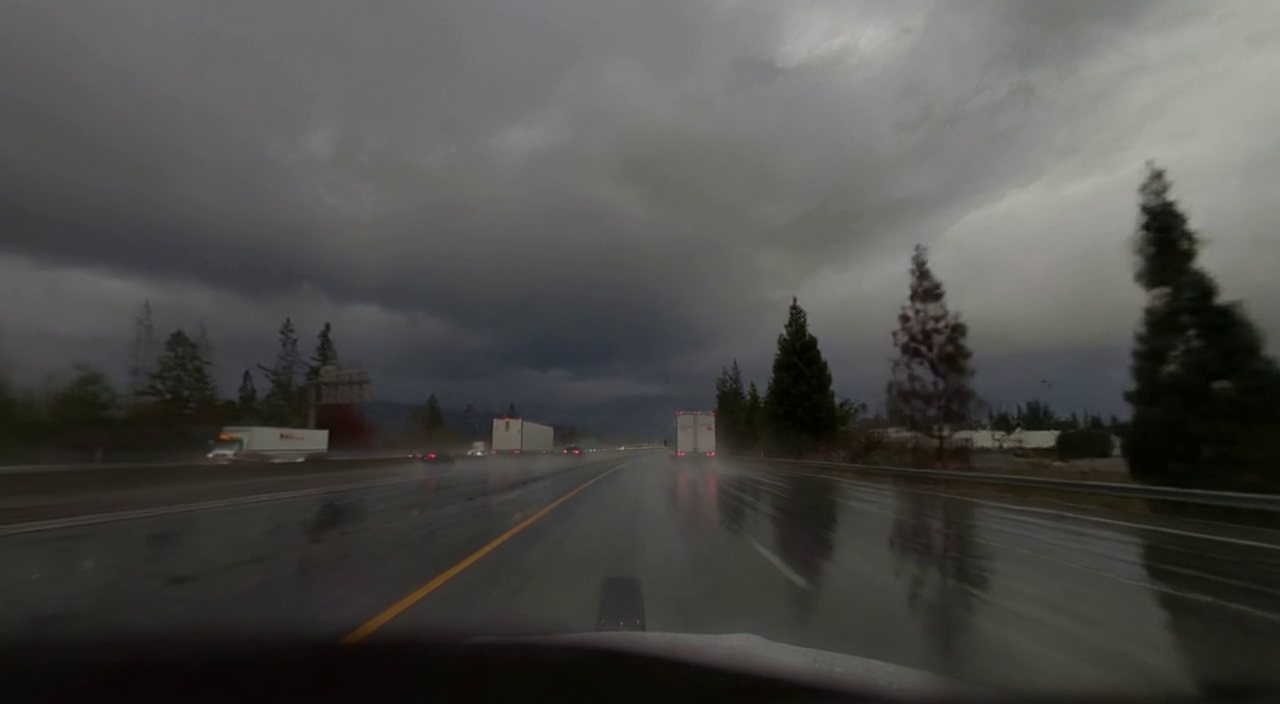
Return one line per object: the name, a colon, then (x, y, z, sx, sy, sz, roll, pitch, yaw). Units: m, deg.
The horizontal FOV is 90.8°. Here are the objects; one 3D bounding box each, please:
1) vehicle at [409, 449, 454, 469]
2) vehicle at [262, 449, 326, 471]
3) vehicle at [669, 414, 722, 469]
vehicle: (-15.867, 8.151, 48.171, 1.833, 1.438, 4.011, -1, -9, 3)
vehicle: (-24.367, 7.600, 44.606, 1.917, 1.462, 4.392, -1, -9, 3)
vehicle: (3.973, 6.965, 48.682, 2.928, 3.595, 13.975, 0, -9, 0)
